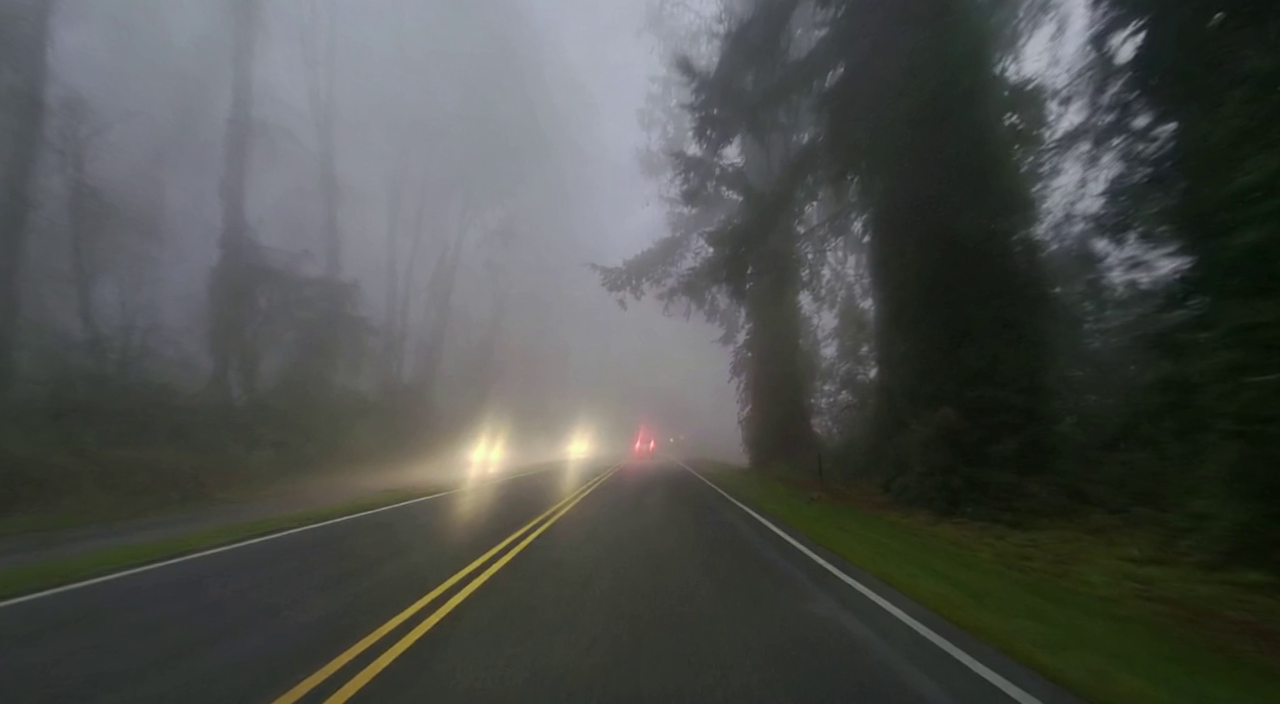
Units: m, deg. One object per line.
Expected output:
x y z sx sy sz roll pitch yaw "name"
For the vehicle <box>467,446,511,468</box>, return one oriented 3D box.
-10.473 7.281 43.991 1.962 1.458 4.322 0 -8 1 "vehicle"
